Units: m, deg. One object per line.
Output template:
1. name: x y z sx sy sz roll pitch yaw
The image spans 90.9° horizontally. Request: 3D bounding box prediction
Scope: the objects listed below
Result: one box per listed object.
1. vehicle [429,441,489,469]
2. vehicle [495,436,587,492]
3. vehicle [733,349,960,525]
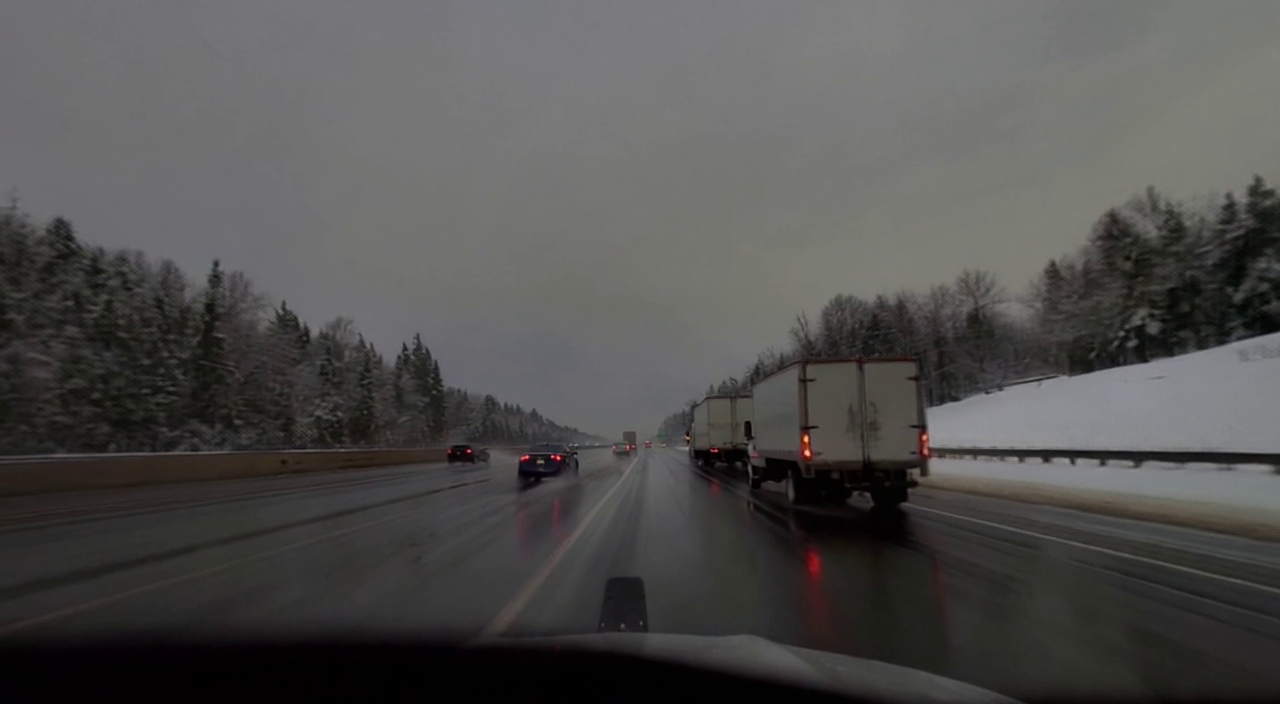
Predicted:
1. vehicle: -10.011 5.729 35.234 1.899 1.465 4.589 0 -8 1
2. vehicle: -2.843 3.323 19.100 1.981 1.473 4.317 0 -8 2
3. vehicle: 4.113 1.978 14.602 2.732 3.052 7.118 0 -8 -1
